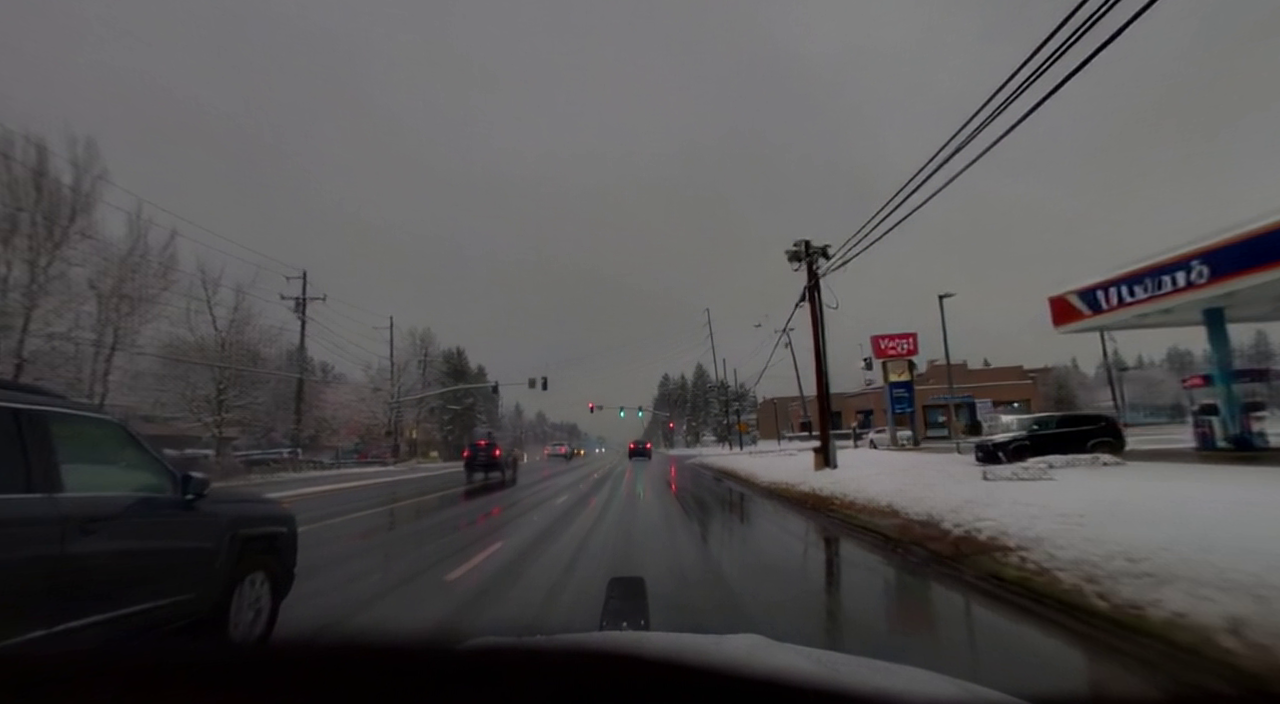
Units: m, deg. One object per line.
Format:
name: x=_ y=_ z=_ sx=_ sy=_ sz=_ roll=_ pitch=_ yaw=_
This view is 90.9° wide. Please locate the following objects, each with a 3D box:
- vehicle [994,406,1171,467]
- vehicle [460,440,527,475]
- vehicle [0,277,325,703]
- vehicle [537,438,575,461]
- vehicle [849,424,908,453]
vehicle: x=16.055 y=3.152 z=23.437 sx=2.178 sy=1.911 sz=5.852 roll=-1 pitch=-8 yaw=-2
vehicle: x=-6.573 y=4.763 z=28.755 sx=1.960 sy=1.468 sz=4.345 roll=0 pitch=-8 yaw=1
vehicle: x=-3.220 y=0.643 z=1.825 sx=2.190 sy=1.844 sz=4.751 roll=0 pitch=-8 yaw=-1
vehicle: x=-6.199 y=7.251 z=47.008 sx=2.130 sy=1.636 sz=4.427 roll=0 pitch=-8 yaw=1
vehicle: x=16.112 y=5.890 z=42.821 sx=2.116 sy=1.849 sz=4.806 roll=0 pitch=-8 yaw=0
